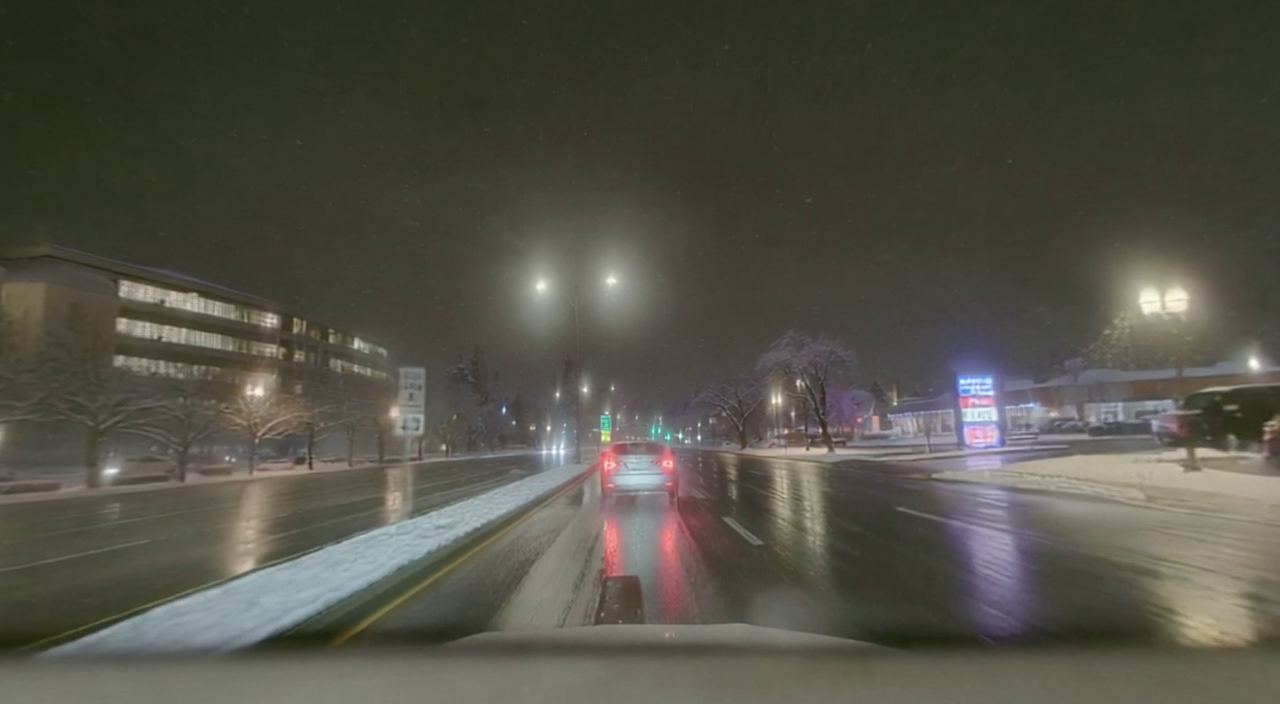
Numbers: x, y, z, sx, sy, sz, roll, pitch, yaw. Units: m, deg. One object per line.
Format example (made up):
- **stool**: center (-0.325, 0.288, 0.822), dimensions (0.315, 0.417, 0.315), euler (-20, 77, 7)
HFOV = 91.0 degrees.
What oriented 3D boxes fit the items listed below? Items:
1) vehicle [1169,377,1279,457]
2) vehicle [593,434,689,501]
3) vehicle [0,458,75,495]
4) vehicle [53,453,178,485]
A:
- **vehicle**: center (24.382, 2.598, 24.449), dimensions (2.170, 2.875, 5.941), euler (1, -9, -3)
- **vehicle**: center (-0.009, 2.858, 16.028), dimensions (2.126, 1.475, 3.967), euler (0, -8, -1)
- **vehicle**: center (-27.864, 5.436, 27.603), dimensions (4.209, 1.497, 1.913), euler (0, -9, 0)
- **vehicle**: center (-27.709, 6.161, 33.372), dimensions (4.665, 1.578, 2.051), euler (0, -8, -3)
